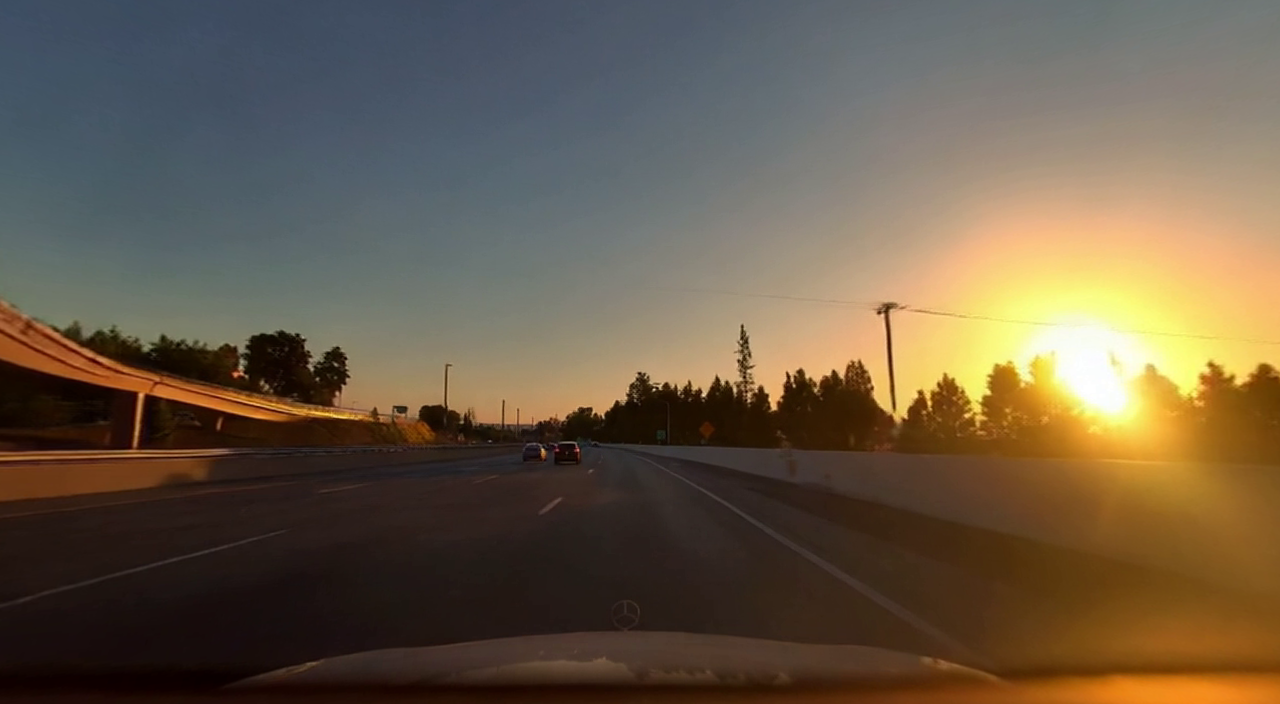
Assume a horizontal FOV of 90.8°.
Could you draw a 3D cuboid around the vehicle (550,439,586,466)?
[{"bbox_3d":[-4.607,6.471,40.998,1.971,1.643,4.009,0,-8,-2],"label":"vehicle"}]
